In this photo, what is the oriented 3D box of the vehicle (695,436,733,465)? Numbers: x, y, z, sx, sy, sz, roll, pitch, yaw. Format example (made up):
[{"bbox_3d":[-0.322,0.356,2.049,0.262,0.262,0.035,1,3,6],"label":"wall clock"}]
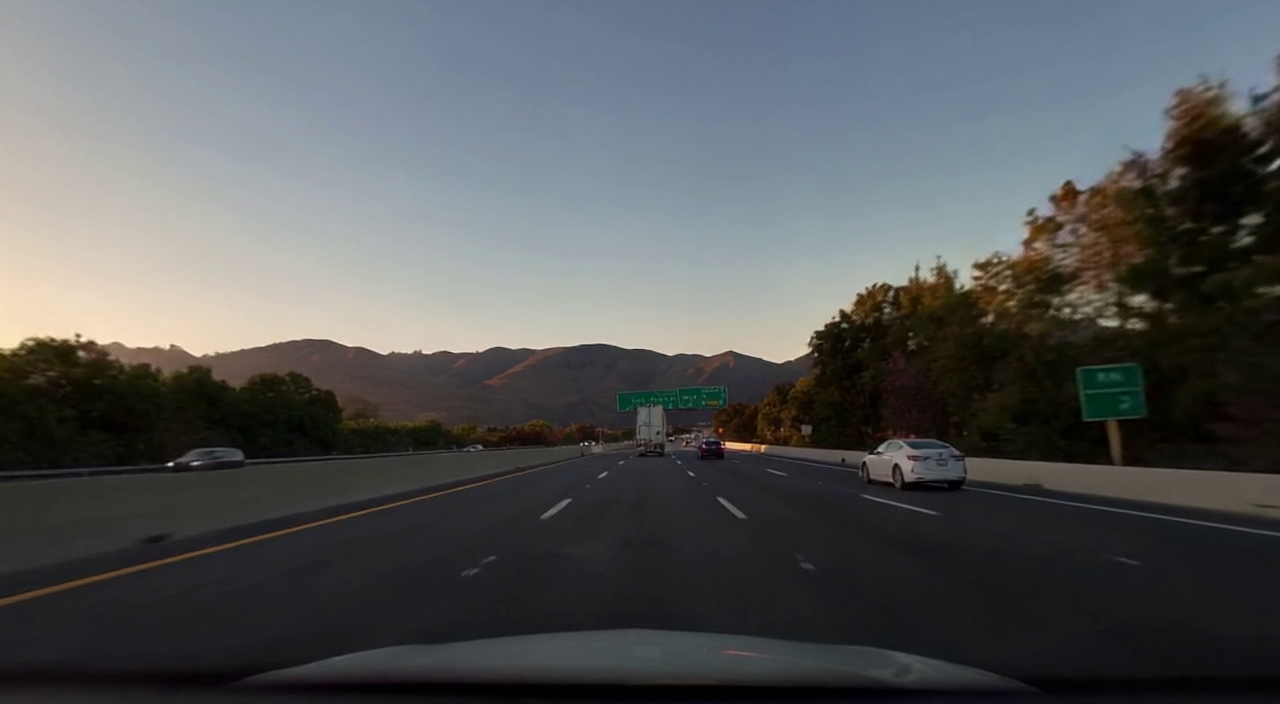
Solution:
[{"bbox_3d":[4.466,5.976,38.423,1.880,1.624,3.941,0,-8,0],"label":"vehicle"}]

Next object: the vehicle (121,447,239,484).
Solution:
[{"bbox_3d":[-22.896,5.634,31.683,2.032,1.684,5.065,0,-8,1],"label":"vehicle"}]

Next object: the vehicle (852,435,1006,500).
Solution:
[{"bbox_3d":[7.143,2.883,16.159,1.982,1.440,4.171,0,-8,1],"label":"vehicle"}]
